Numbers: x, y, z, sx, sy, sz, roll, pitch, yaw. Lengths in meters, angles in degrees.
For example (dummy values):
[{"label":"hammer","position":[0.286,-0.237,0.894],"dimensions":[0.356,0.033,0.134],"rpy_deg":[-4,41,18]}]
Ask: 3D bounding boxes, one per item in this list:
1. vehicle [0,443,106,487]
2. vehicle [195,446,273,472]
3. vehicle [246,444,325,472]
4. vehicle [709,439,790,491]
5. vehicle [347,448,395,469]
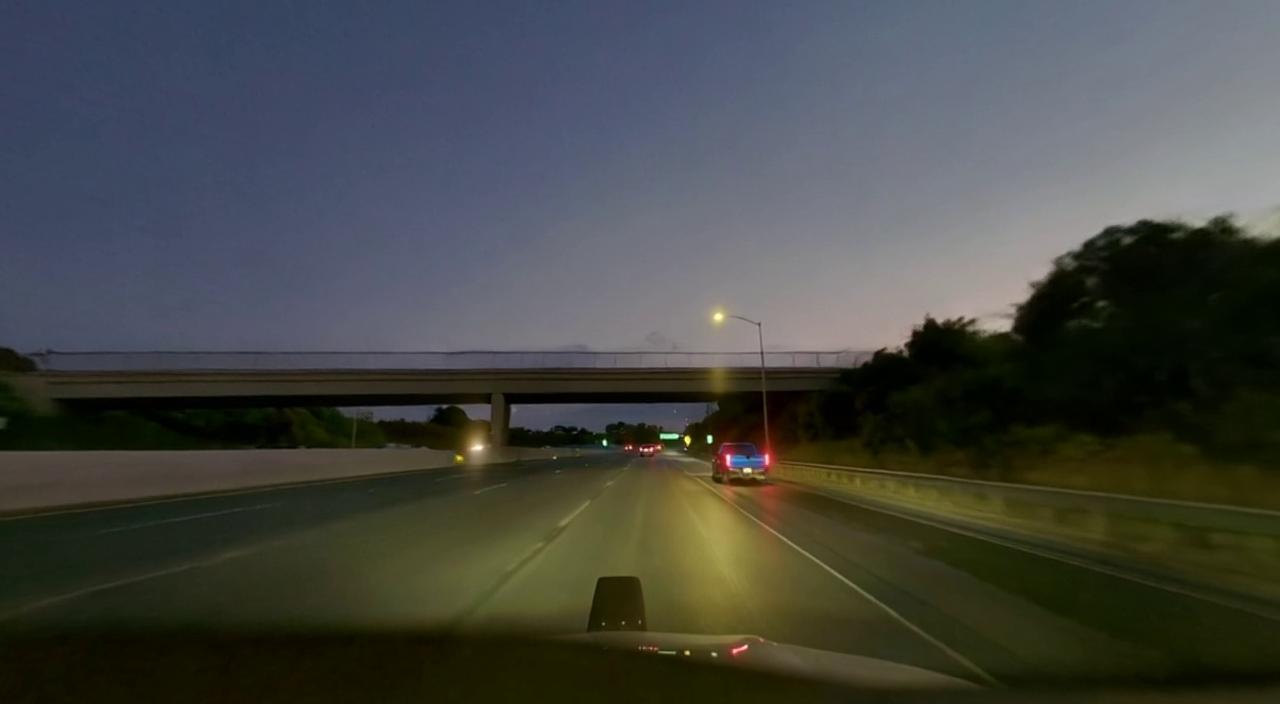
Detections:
[{"label":"vehicle","position":[-21.061,3.881,22.002],"dimensions":[1.656,1.407,3.479],"rpy_deg":[0,-8,2]},{"label":"vehicle","position":[-23.748,6.246,37.061],"dimensions":[1.682,1.398,4.233],"rpy_deg":[0,-8,1]},{"label":"vehicle","position":[-20.132,6.019,36.085],"dimensions":[1.871,1.482,4.368],"rpy_deg":[0,-8,2]},{"label":"vehicle","position":[3.767,3.966,22.603],"dimensions":[2.010,1.637,4.940],"rpy_deg":[0,-8,0]},{"label":"vehicle","position":[-19.730,7.811,46.378],"dimensions":[1.788,1.380,3.674],"rpy_deg":[0,-8,3]}]
